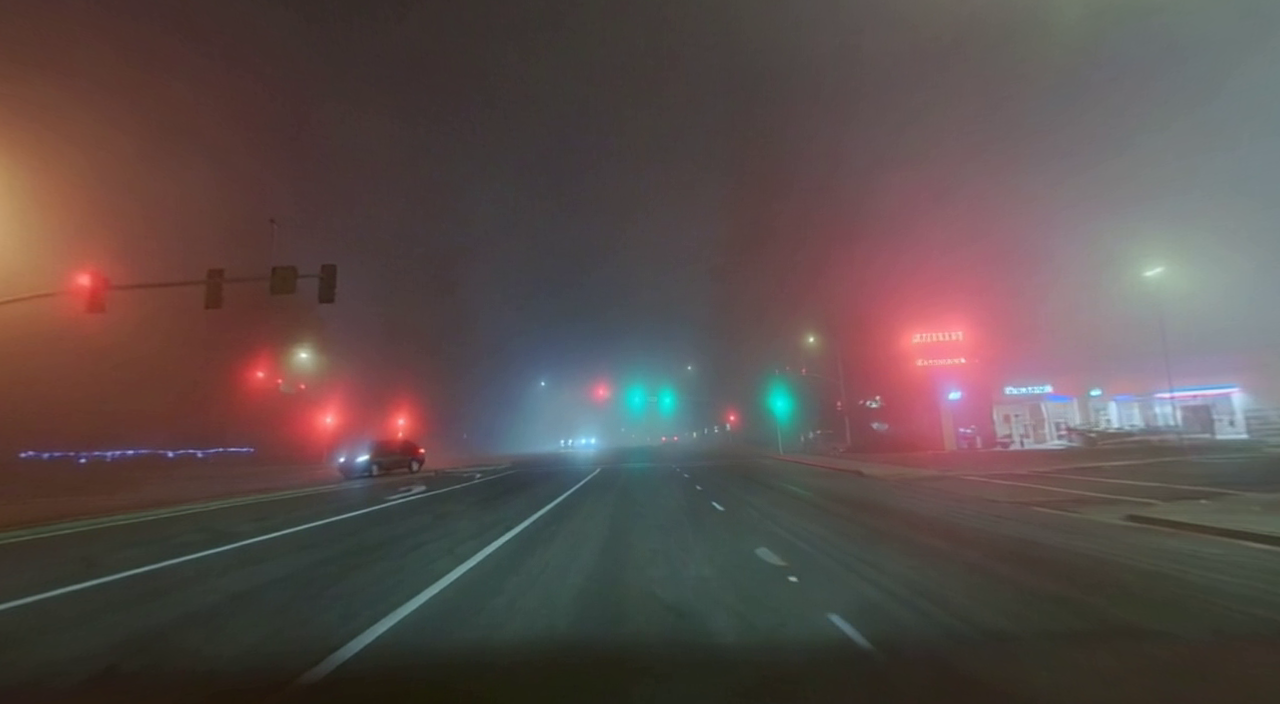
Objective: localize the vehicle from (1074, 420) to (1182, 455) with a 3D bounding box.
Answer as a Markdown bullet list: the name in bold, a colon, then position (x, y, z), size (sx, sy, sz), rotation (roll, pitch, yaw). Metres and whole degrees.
- **vehicle**: position (22.309, 3.931, 28.795), size (4.694, 1.481, 1.884), rotation (4, -9, -25)

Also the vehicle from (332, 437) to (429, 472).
- **vehicle**: position (-14.841, 5.864, 36.278), size (4.938, 1.863, 2.162), rotation (3, -9, -21)
